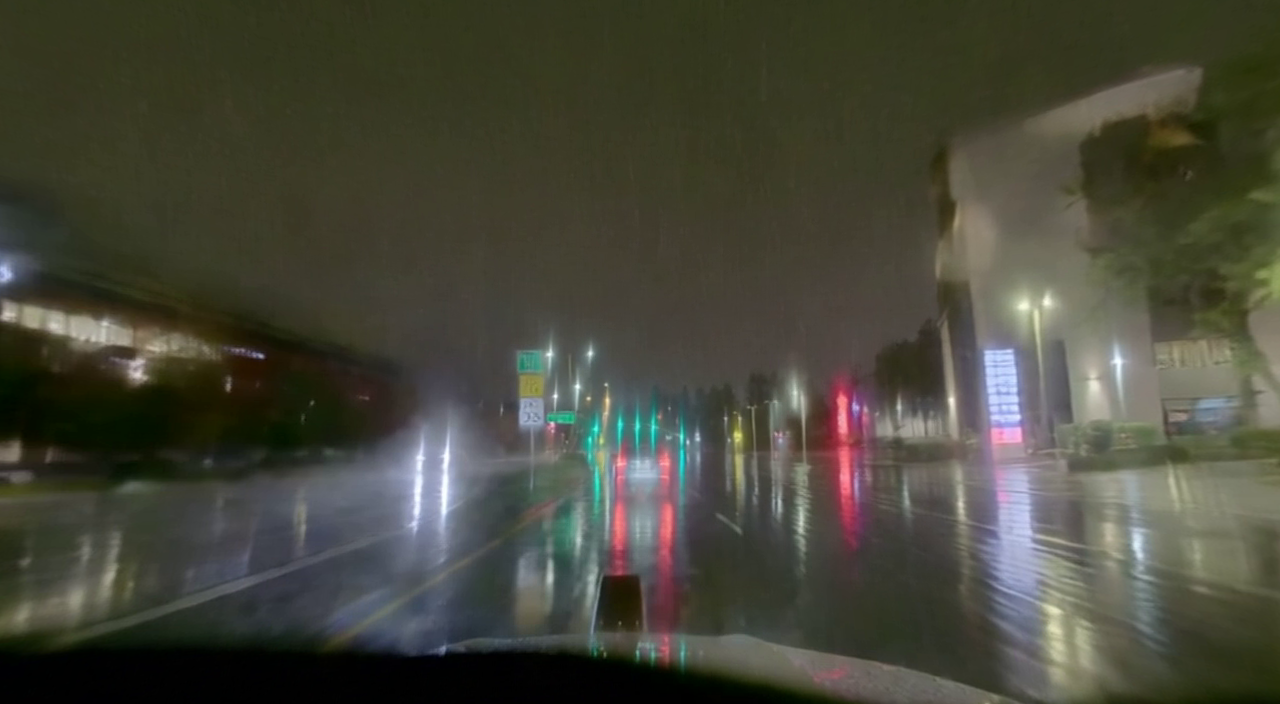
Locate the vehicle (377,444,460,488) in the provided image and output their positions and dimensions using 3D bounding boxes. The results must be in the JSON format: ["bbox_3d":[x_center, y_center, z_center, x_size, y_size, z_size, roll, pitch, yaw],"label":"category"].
[{"bbox_3d":[-9.137,4.680,26.371,1.903,1.476,4.395,-5,-8,-1],"label":"vehicle"}]

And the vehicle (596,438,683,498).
[{"bbox_3d":[-0.048,3.168,17.590,2.126,1.475,3.967,0,-8,-1],"label":"vehicle"}]
